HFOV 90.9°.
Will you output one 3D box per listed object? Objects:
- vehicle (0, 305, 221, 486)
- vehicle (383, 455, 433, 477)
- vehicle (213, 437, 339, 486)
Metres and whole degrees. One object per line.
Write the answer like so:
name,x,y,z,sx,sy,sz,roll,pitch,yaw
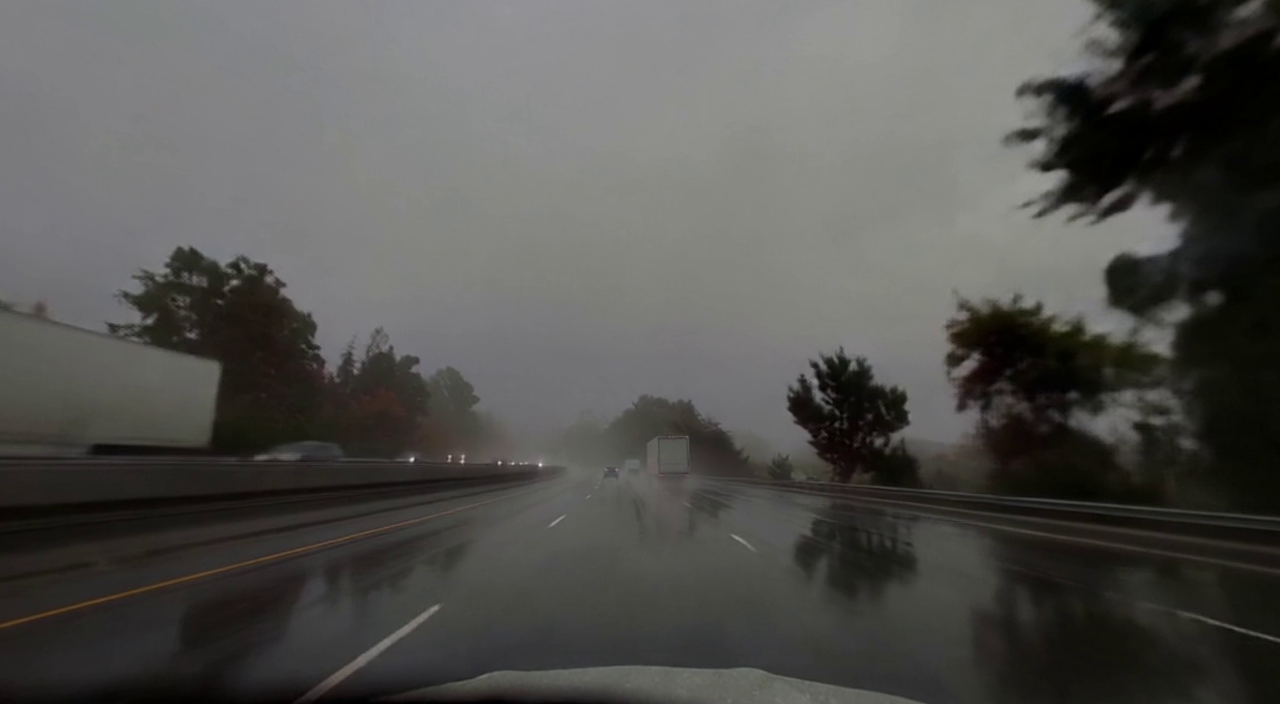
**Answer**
vehicle,-15.920,1.036,14.611,2.843,4.003,14.134,1,-11,-1
vehicle,-16.647,8.246,45.461,1.914,1.484,4.634,1,-11,-2
vehicle,-11.874,3.659,20.910,1.850,1.440,3.928,1,-11,-1
